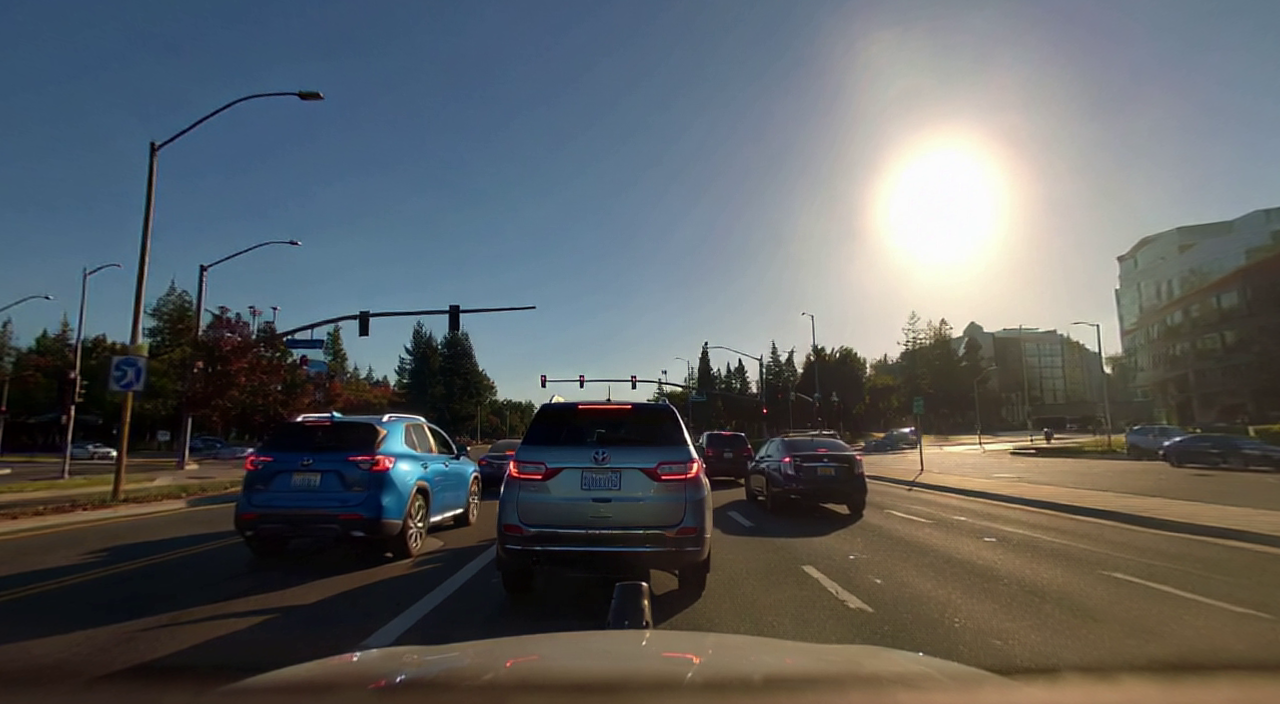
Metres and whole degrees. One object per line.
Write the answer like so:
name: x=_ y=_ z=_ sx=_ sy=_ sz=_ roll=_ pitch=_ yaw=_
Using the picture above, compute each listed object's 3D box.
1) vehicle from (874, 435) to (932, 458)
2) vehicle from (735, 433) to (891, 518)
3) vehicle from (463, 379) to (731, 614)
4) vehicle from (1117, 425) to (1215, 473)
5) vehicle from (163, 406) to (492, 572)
vehicle: x=20.013 y=7.194 z=47.914 sx=4.361 sy=1.653 sz=2.034 roll=6 pitch=-10 yaw=-36
vehicle: x=3.412 y=2.520 z=13.421 sx=2.121 sy=1.494 sz=4.208 roll=0 pitch=-8 yaw=0
vehicle: x=-0.336 y=1.436 z=7.121 sx=2.064 sy=1.817 sz=4.298 roll=0 pitch=-8 yaw=0
vehicle: x=19.248 y=3.524 z=22.998 sx=4.215 sy=1.578 sz=1.892 roll=7 pitch=-11 yaw=-40
vehicle: x=-3.712 y=1.723 z=8.734 sx=2.160 sy=1.666 sz=4.583 roll=0 pitch=-8 yaw=1
